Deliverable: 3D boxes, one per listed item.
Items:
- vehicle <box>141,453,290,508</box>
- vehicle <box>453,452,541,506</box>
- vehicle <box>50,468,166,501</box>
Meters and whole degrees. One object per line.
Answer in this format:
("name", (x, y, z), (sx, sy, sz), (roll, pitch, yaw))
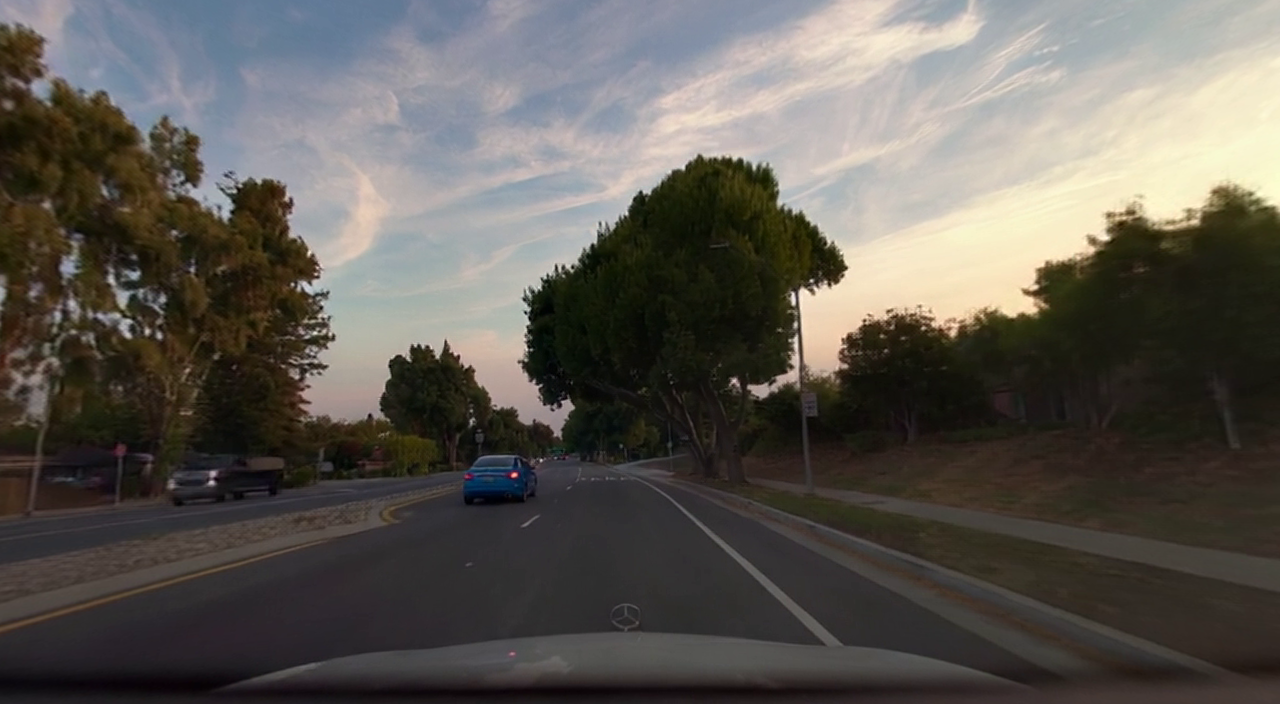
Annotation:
("vehicle", (-18.538, 5.575, 28.155), (2.544, 2.065, 6.253), (0, -9, -3))
("vehicle", (-4.539, 4.079, 20.816), (1.980, 1.508, 4.502), (0, -9, -2))
("vehicle", (-30.516, 7.609, 36.412), (4.582, 1.683, 1.974), (2, -9, -13))
